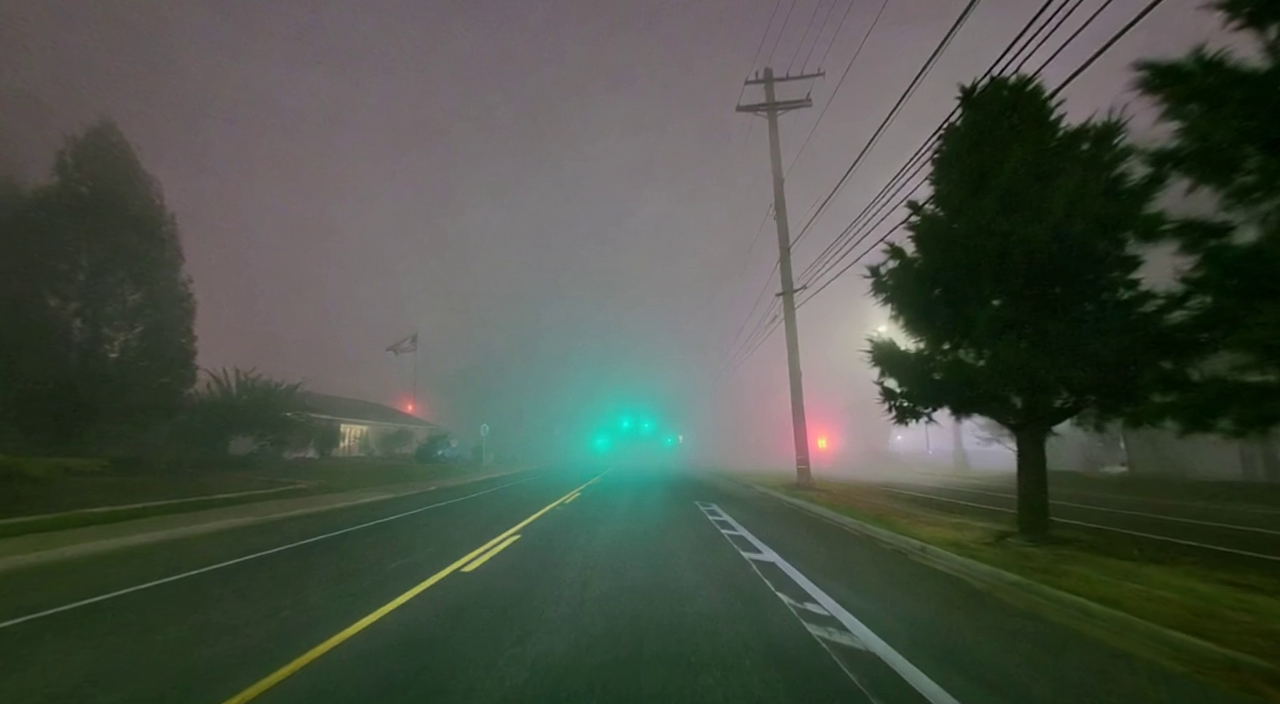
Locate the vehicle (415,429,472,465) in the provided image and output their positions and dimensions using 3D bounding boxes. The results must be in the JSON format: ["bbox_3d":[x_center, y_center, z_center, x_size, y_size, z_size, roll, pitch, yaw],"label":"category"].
[{"bbox_3d":[-13.067,6.356,42.262,2.476,2.256,5.686,0,-8,-5],"label":"vehicle"}]
